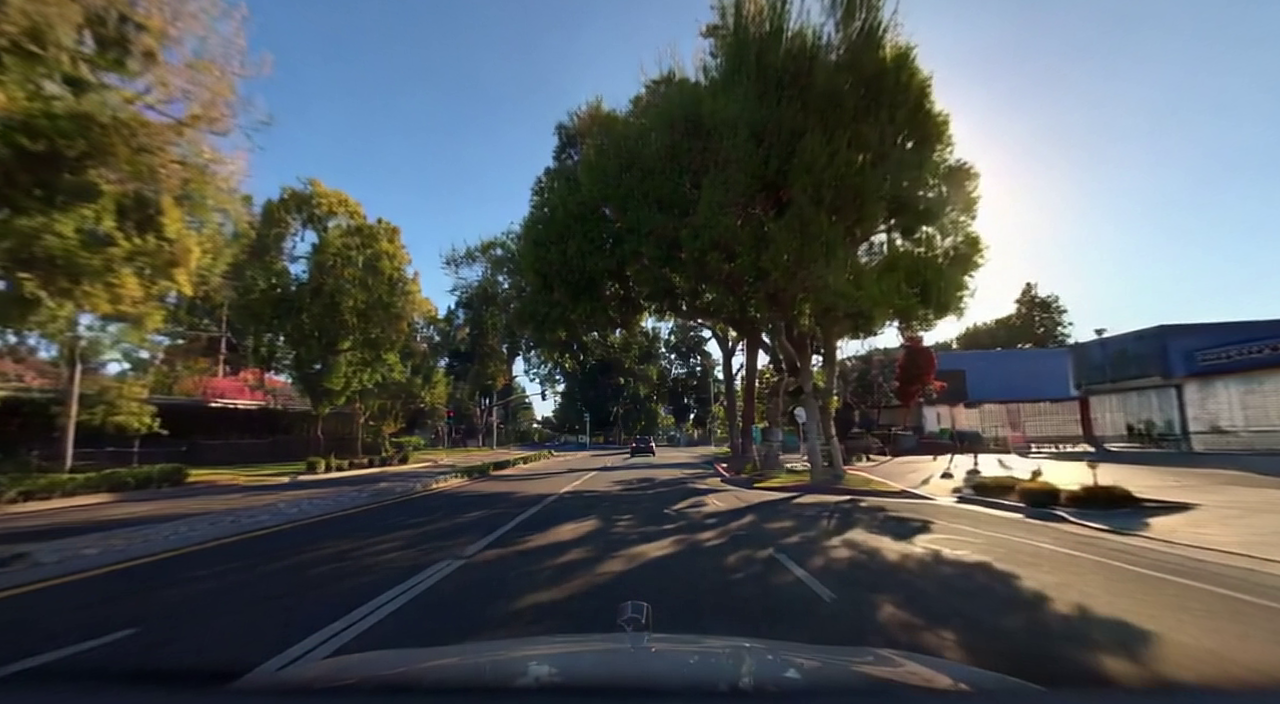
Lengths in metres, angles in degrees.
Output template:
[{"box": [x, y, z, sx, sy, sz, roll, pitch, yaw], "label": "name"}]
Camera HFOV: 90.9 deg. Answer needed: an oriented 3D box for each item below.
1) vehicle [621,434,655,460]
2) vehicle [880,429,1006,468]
[{"box": [-0.078, 6.427, 42.560, 2.196, 1.646, 4.109, 0, -8, 2], "label": "vehicle"}, {"box": [13.855, 4.386, 28.936, 5.001, 1.554, 1.961, -3, -9, 31], "label": "vehicle"}]
